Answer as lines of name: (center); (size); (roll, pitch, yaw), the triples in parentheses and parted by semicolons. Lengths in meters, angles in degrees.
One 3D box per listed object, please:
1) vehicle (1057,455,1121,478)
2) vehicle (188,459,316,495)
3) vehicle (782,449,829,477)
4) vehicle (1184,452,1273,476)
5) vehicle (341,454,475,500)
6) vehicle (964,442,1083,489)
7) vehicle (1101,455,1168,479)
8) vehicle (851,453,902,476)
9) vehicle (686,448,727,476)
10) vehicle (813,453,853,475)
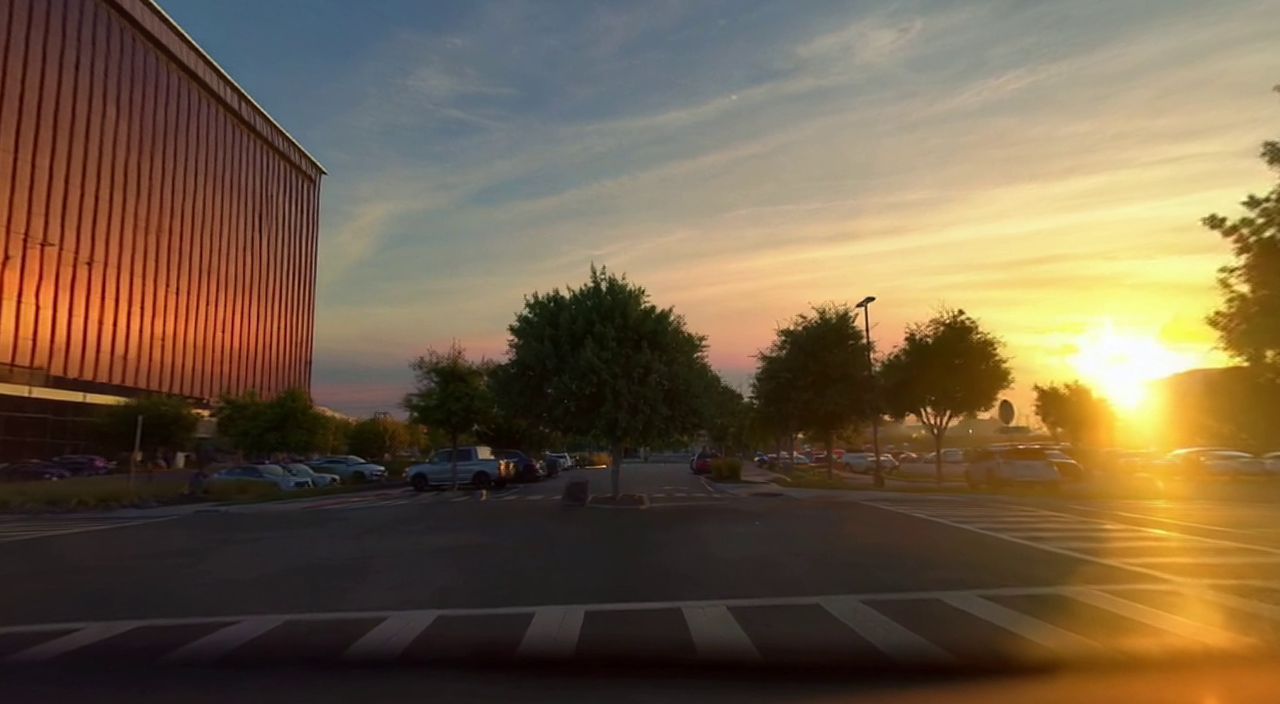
vehicle: (28.286, 7.242, 39.927); (1.495, 1.371, 3.336); (0, -10, -2)
vehicle: (-16.661, 5.368, 27.271); (4.331, 1.437, 1.876); (0, -8, 3)
vehicle: (10.529, 7.097, 40.609); (1.936, 1.673, 4.305); (0, -8, 1)
vehicle: (36.976, 7.049, 39.843); (1.678, 1.423, 4.191); (0, -9, 2)
vehicle: (-8.706, 4.643, 23.808); (4.442, 1.504, 1.809); (5, -10, -28)
vehicle: (16.484, 4.869, 27.555); (2.048, 1.852, 4.998); (0, -8, 0)
vehicle: (31.221, 7.262, 39.991); (1.519, 1.371, 3.278); (0, -8, -1)
vehicle: (17.077, 8.121, 45.837); (1.971, 1.478, 4.477); (0, -8, 1)
vehicle: (4.559, 7.617, 44.137); (2.262, 1.794, 5.331); (0, -8, 0)
vehicle: (14.172, 8.200, 46.521); (1.935, 1.477, 3.719); (0, -8, 4)
